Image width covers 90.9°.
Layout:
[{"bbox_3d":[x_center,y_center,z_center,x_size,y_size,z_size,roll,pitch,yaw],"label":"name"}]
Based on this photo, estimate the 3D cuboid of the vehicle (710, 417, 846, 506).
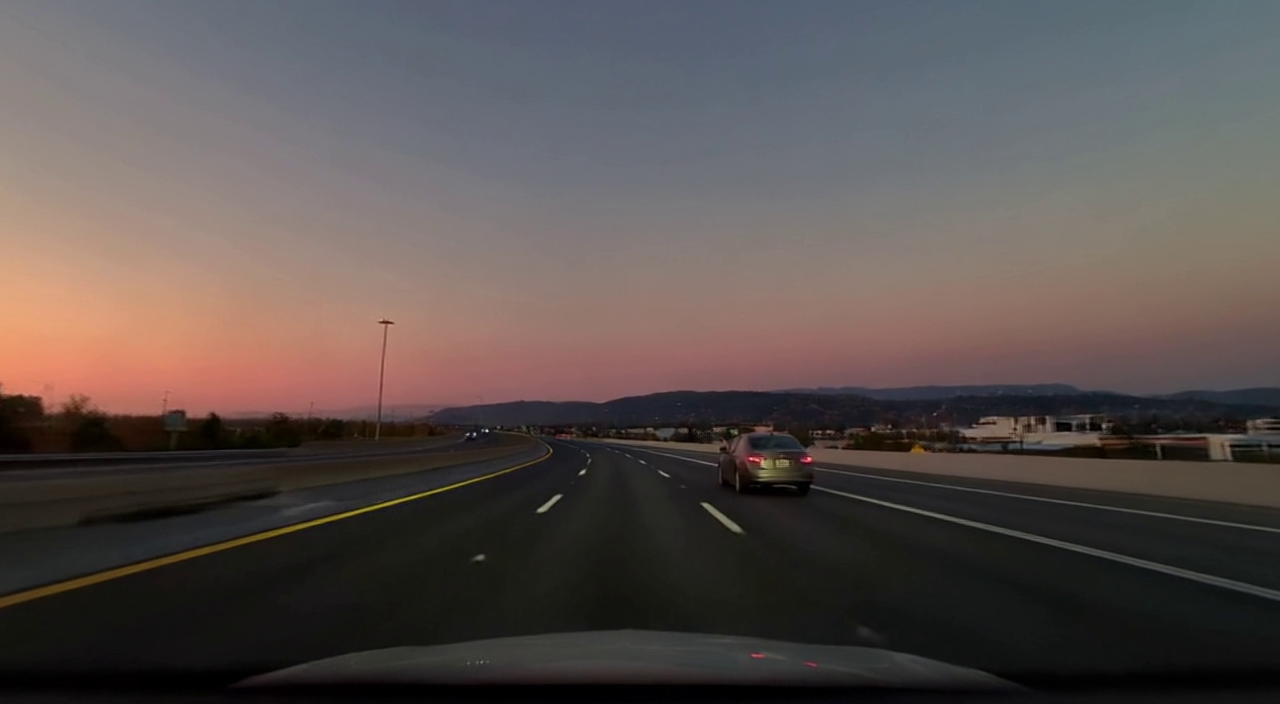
[{"bbox_3d":[2.951,2.471,14.584,2.059,1.715,4.192,0,-8,-2],"label":"vehicle"}]
